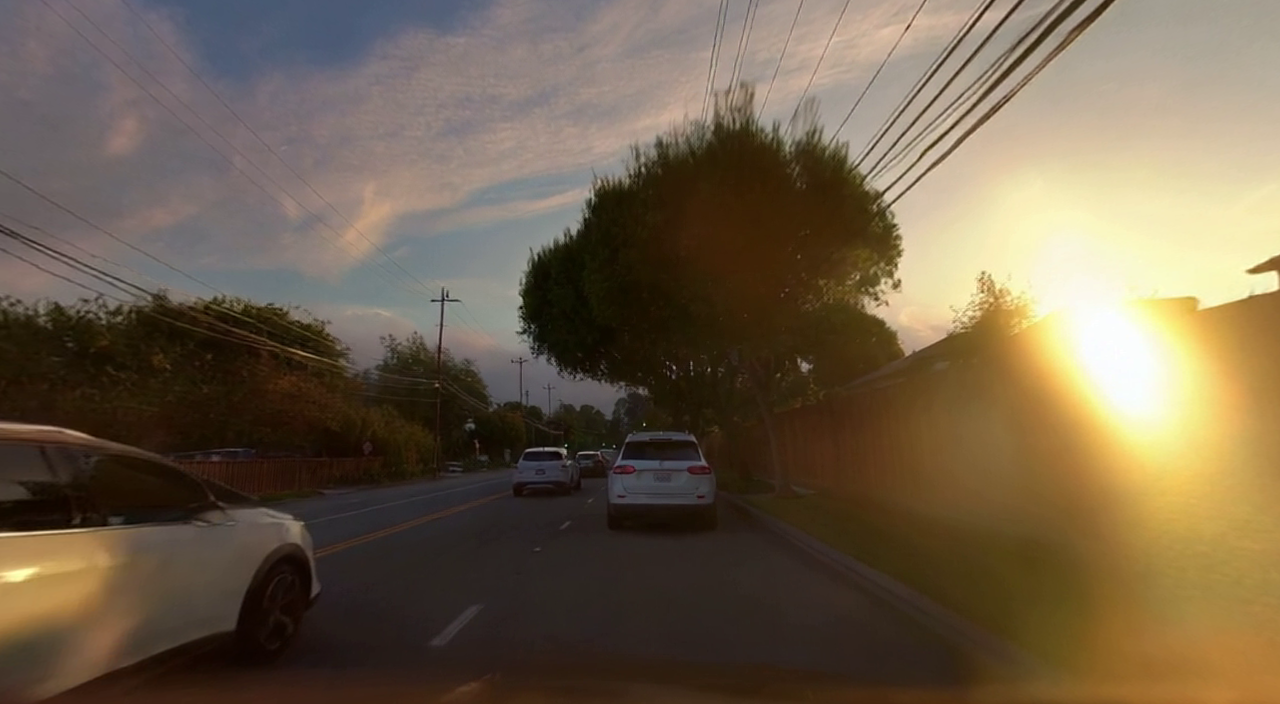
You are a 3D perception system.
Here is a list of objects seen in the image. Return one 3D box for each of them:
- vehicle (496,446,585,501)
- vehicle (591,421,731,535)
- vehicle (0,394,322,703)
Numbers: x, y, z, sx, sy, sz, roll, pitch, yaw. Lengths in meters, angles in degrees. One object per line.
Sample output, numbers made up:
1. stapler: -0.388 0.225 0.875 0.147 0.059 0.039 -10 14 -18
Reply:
1. vehicle: -2.920 3.645 19.408 1.979 1.489 4.006 0 -8 1
2. vehicle: 0.351 2.277 11.949 2.174 1.749 4.113 0 -8 1
3. vehicle: -3.398 0.977 2.483 2.033 1.574 4.132 0 -8 1
